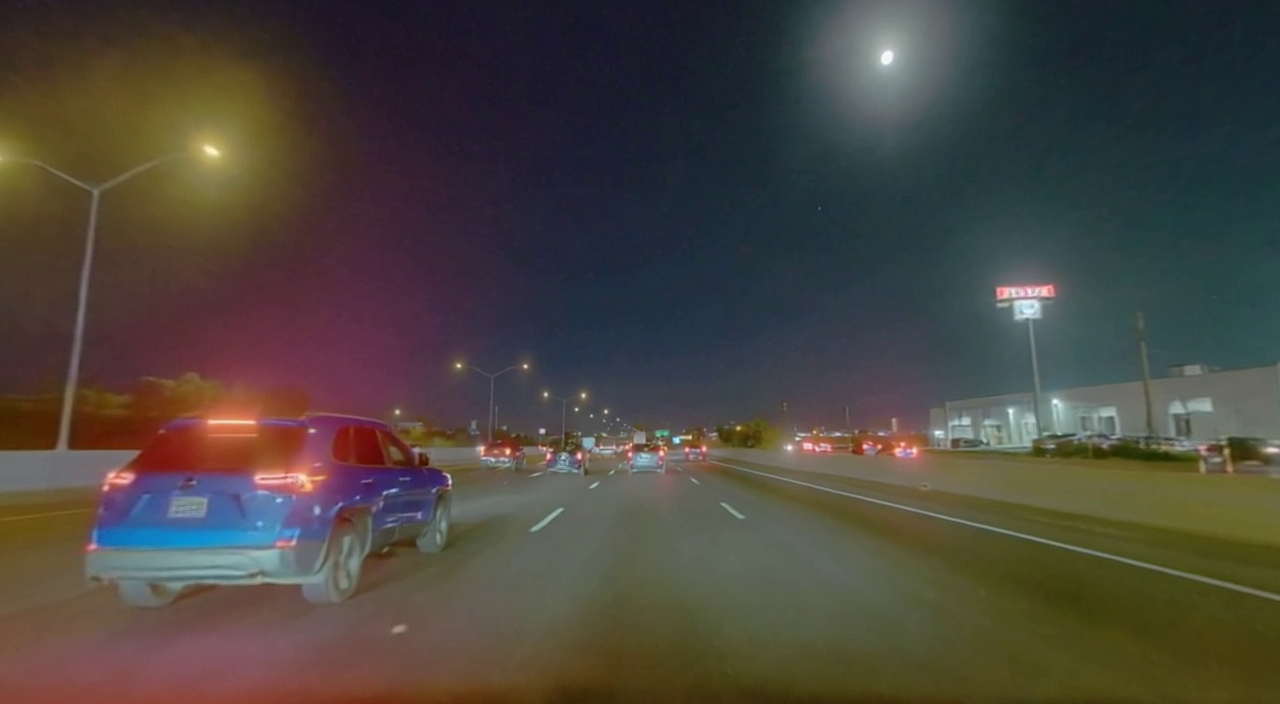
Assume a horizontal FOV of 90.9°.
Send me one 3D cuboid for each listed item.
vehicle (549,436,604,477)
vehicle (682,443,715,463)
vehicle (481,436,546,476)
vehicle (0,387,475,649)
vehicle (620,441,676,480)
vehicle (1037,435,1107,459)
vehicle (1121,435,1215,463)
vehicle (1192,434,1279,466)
[{"bbox_3d":[-2.845,4.806,29.234,2.007,1.730,4.412,0,-8,1],"label":"vehicle"},{"bbox_3d":[4.412,7.668,48.051,1.980,1.492,4.442,0,-8,-1],"label":"vehicle"},{"bbox_3d":[-6.129,5.097,31.182,2.125,1.804,4.864,0,-8,1],"label":"vehicle"},{"bbox_3d":[-3.290,1.399,6.388,1.961,1.687,4.453,0,-8,1],"label":"vehicle"},{"bbox_3d":[0.324,4.382,25.781,2.090,1.474,3.970,0,-8,0],"label":"vehicle"},{"bbox_3d":[30.402,6.694,44.540,1.843,1.626,4.378,0,-8,1],"label":"vehicle"},{"bbox_3d":[30.104,5.541,36.144,1.749,1.454,4.210,0,-8,0],"label":"vehicle"},{"bbox_3d":[30.021,4.824,31.217,1.743,1.467,4.058,0,-8,2],"label":"vehicle"}]
